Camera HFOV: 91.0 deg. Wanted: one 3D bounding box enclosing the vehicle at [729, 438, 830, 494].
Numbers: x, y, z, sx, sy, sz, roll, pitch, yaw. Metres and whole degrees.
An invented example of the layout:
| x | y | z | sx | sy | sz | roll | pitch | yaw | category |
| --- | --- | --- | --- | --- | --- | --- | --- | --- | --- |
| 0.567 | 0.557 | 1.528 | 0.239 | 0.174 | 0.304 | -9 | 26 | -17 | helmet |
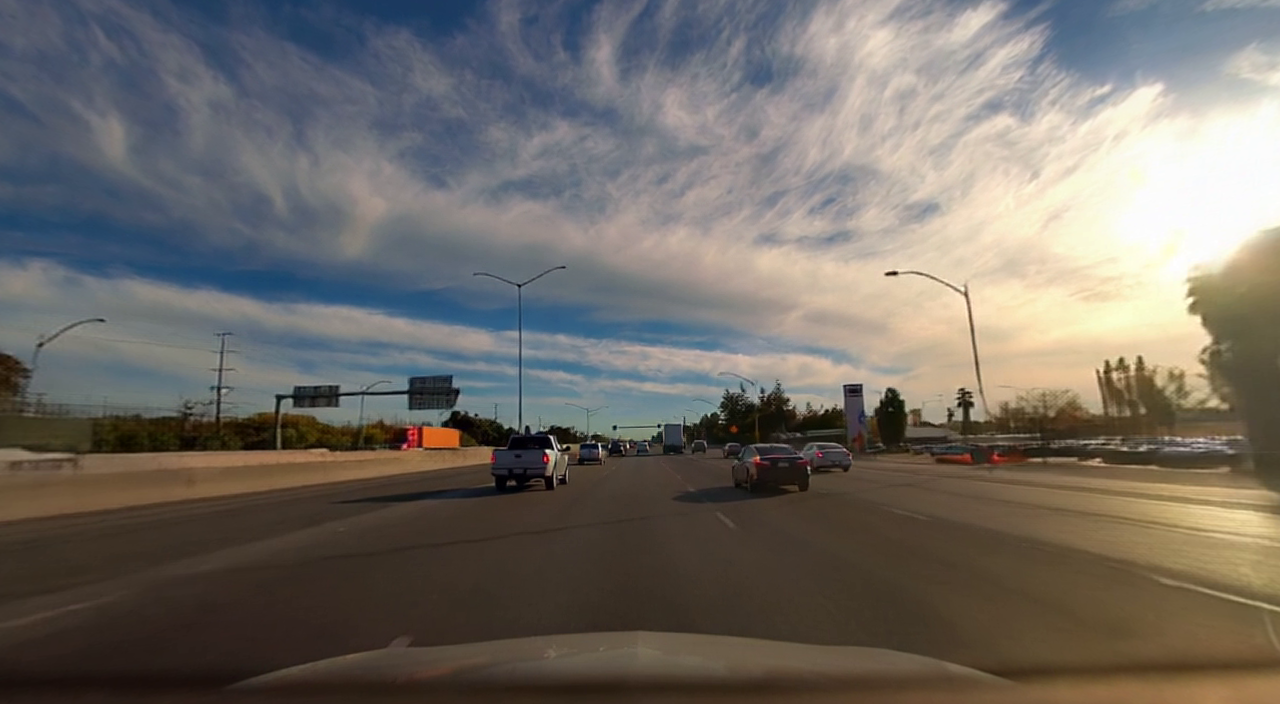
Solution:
| x | y | z | sx | sy | sz | roll | pitch | yaw | category |
| --- | --- | --- | --- | --- | --- | --- | --- | --- | --- |
| 4.061 | 3.398 | 19.142 | 1.980 | 1.501 | 4.433 | 0 | -9 | -1 | vehicle |

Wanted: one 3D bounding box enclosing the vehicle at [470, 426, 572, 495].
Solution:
| x | y | z | sx | sy | sz | roll | pitch | yaw | category |
| --- | --- | --- | --- | --- | --- | --- | --- | --- | --- |
| -3.389 | 3.212 | 18.940 | 2.130 | 1.799 | 4.583 | 0 | -9 | 1 | vehicle |

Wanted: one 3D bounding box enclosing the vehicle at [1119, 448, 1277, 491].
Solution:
| x | y | z | sx | sy | sz | roll | pitch | yaw | category |
| --- | --- | --- | --- | --- | --- | --- | --- | --- | --- |
| 28.921 | 6.095 | 32.824 | 5.824 | 2.108 | 2.304 | 0 | -9 | 2 | vehicle |

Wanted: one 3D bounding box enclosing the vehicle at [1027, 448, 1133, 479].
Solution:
| x | y | z | sx | sy | sz | roll | pitch | yaw | category |
| --- | --- | --- | --- | --- | --- | --- | --- | --- | --- |
| 29.420 | 7.455 | 42.269 | 5.199 | 1.985 | 2.289 | -1 | -9 | 5 | vehicle |

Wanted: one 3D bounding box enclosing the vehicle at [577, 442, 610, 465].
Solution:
| x | y | z | sx | sy | sz | roll | pitch | yaw | category |
| --- | --- | --- | --- | --- | --- | --- | --- | --- | --- |
| -3.154 | 6.987 | 43.474 | 1.929 | 1.521 | 4.097 | 0 | -9 | 1 | vehicle |
